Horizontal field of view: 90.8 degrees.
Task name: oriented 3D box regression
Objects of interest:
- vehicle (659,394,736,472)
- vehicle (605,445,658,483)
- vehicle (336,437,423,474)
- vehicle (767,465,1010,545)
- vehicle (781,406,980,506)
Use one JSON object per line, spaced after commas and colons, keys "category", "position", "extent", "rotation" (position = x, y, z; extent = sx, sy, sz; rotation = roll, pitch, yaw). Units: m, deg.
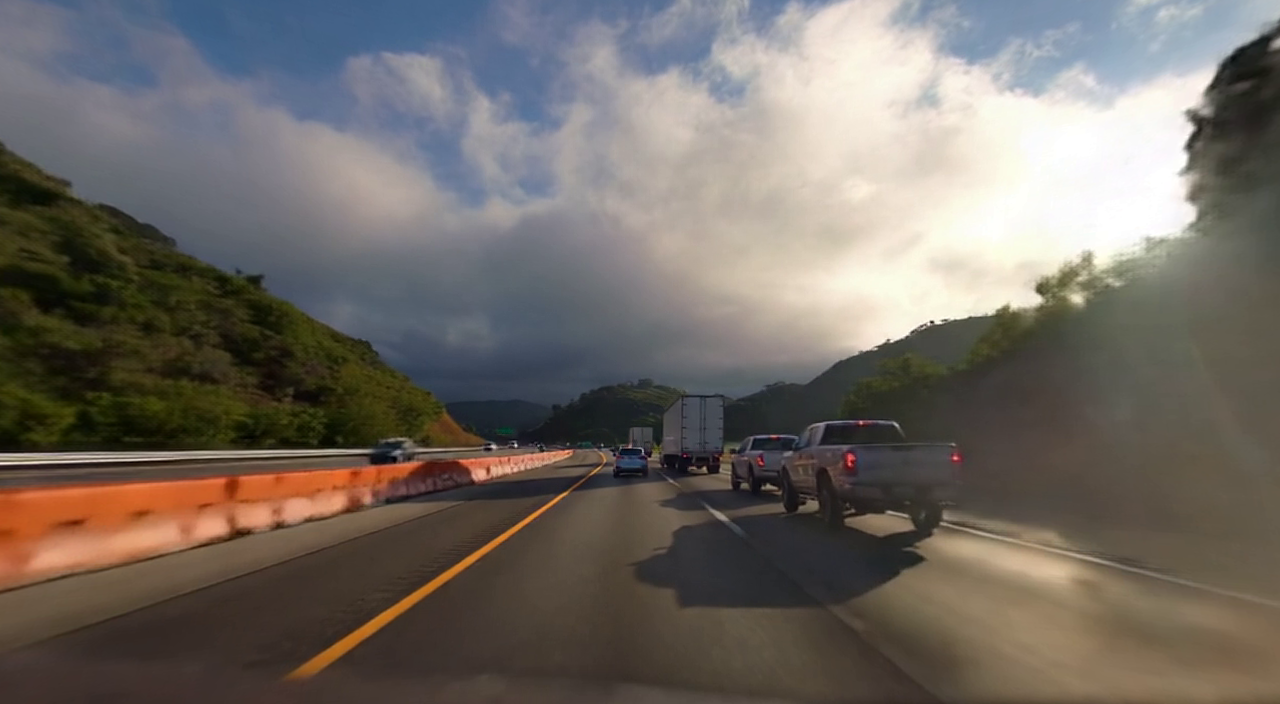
{"category": "vehicle", "position": [3.235, 5.381, 40.528], "extent": [2.911, 4.099, 14.578], "rotation": [0, -9, -3]}
{"category": "vehicle", "position": [-0.361, 4.544, 25.896], "extent": [2.029, 1.437, 3.794], "rotation": [0, -9, -1]}
{"category": "vehicle", "position": [-11.590, 4.642, 28.434], "extent": [2.021, 1.499, 4.455], "rotation": [0, -9, -1]}
{"category": "vehicle", "position": [3.974, 2.588, 11.402], "extent": [2.129, 0.956, 5.390], "rotation": [0, -9, -1]}
{"category": "vehicle", "position": [4.031, 1.867, 11.479], "extent": [1.873, 1.465, 4.264], "rotation": [0, -9, -1]}
